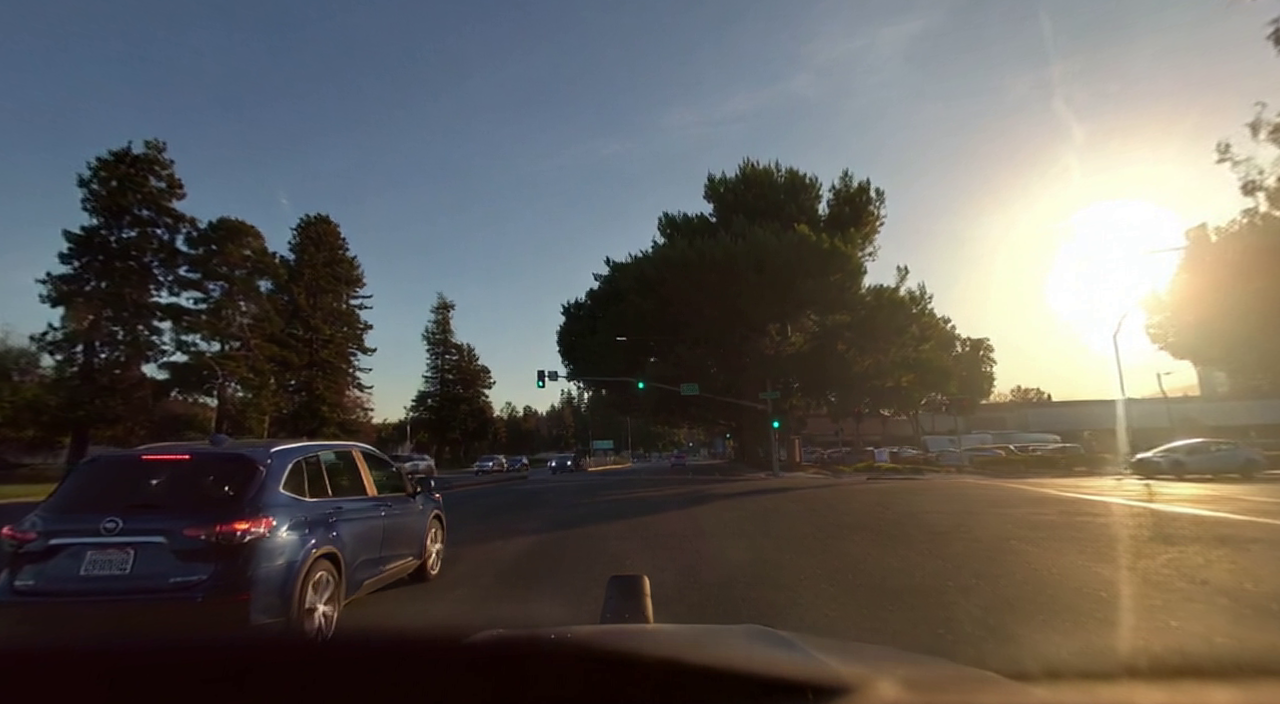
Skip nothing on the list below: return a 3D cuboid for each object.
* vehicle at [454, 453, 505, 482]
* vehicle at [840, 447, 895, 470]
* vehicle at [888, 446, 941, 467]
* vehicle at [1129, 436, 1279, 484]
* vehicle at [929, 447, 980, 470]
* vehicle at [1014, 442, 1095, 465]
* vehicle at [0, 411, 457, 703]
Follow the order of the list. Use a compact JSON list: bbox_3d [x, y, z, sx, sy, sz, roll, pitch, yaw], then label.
[{"bbox_3d":[-10.496,7.545,41.582,1.905,1.724,4.449,-1,-8,4],"label":"vehicle"},{"bbox_3d":[17.171,7.983,47.352,2.060,1.445,4.712,-9,-11,43],"label":"vehicle"},{"bbox_3d":[19.581,7.392,44.833,1.945,1.434,4.293,-8,-12,44],"label":"vehicle"},{"bbox_3d":[19.439,3.596,21.097,4.552,1.492,2.002,1,-9,-5],"label":"vehicle"},{"bbox_3d":[21.619,7.257,43.189,1.930,1.410,4.313,-8,-11,42],"label":"vehicle"},{"bbox_3d":[30.335,7.415,46.169,4.678,1.558,1.883,1,-9,-5],"label":"vehicle"},{"bbox_3d":[-2.847,1.217,3.848,1.924,1.482,4.734,0,-8,1],"label":"vehicle"}]
